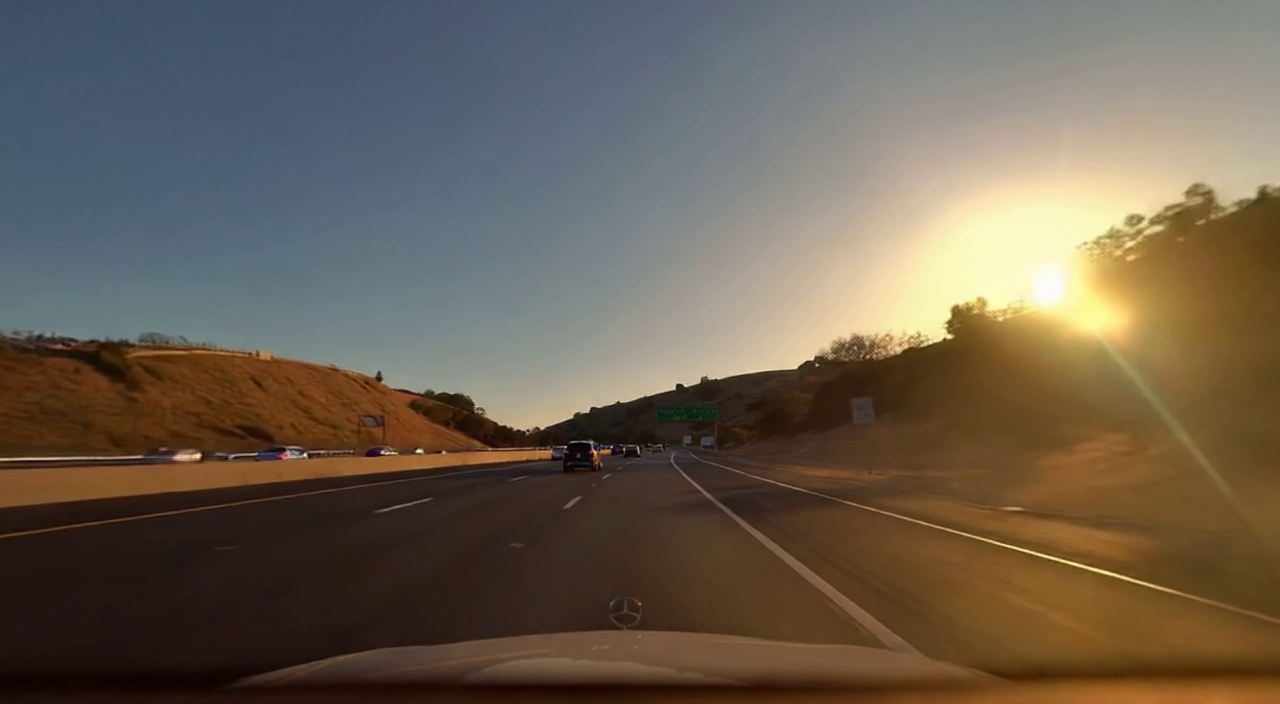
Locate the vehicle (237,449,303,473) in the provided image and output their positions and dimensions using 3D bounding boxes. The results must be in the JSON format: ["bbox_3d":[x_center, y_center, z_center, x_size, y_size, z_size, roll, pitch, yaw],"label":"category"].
[{"bbox_3d":[-27.617,8.093,47.031,2.016,1.671,4.537,-1,-9,2],"label":"vehicle"}]

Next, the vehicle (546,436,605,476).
[{"bbox_3d":[-3.248,5.386,32.857,2.413,1.896,5.218,0,-9,1],"label":"vehicle"}]
